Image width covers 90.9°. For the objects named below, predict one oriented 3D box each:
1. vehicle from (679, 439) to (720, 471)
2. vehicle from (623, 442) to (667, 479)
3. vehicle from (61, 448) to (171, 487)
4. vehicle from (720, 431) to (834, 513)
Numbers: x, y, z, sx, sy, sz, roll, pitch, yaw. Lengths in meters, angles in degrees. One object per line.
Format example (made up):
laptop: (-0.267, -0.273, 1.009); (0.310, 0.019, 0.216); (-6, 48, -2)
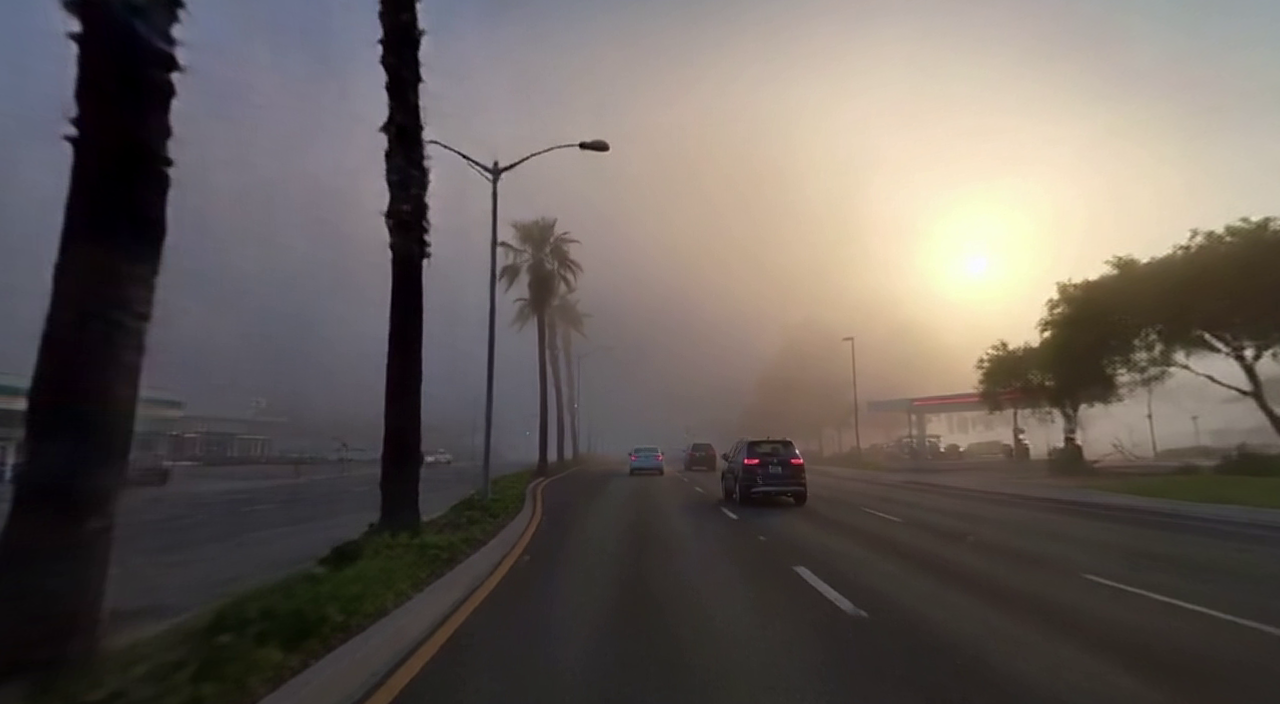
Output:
vehicle: (3.853, 6.749, 41.426); (2.154, 1.975, 4.634); (0, -8, -1)
vehicle: (0.240, 5.204, 30.636); (1.991, 1.664, 3.814); (0, -8, 0)
vehicle: (-25.556, 5.576, 30.796); (1.867, 1.699, 3.782); (-8, -11, 42)
vehicle: (3.220, 2.896, 15.646); (1.872, 1.752, 3.896); (0, -8, -1)
